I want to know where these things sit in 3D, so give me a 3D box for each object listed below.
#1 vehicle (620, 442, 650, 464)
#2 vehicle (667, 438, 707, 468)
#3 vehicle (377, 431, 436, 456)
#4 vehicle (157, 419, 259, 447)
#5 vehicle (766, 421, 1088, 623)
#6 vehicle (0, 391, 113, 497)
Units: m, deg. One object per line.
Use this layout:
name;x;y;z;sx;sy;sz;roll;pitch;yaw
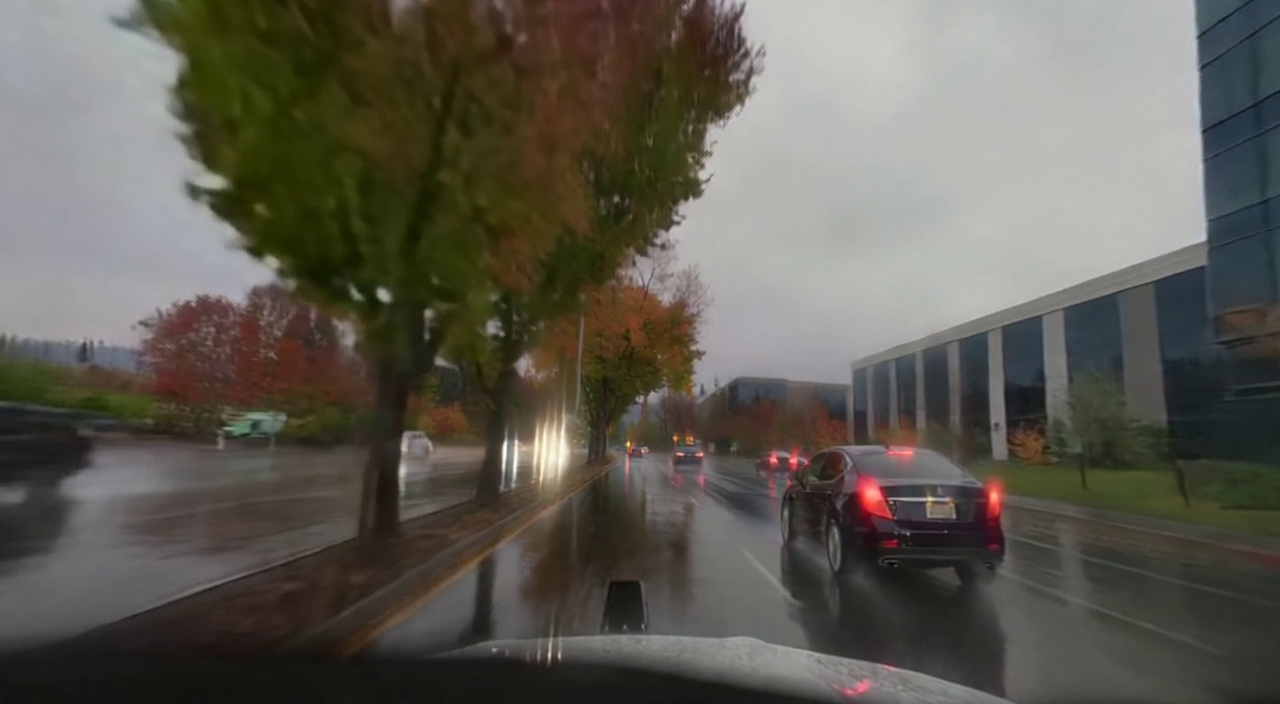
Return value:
vehicle;-0.343;6.974;43.658;1.991;1.477;3.814;0;-8;-1
vehicle;3.032;6.643;41.805;2.154;1.844;4.634;0;-8;-2
vehicle;-15.011;5.923;40.778;1.987;1.475;4.708;0;-8;0
vehicle;-27.109;5.108;39.679;4.787;1.664;2.211;0;-8;-1
vehicle;2.823;1.725;7.342;1.901;1.634;3.896;2;-8;0
vehicle;-11.374;1.471;10.061;2.122;1.685;4.358;0;-8;0
